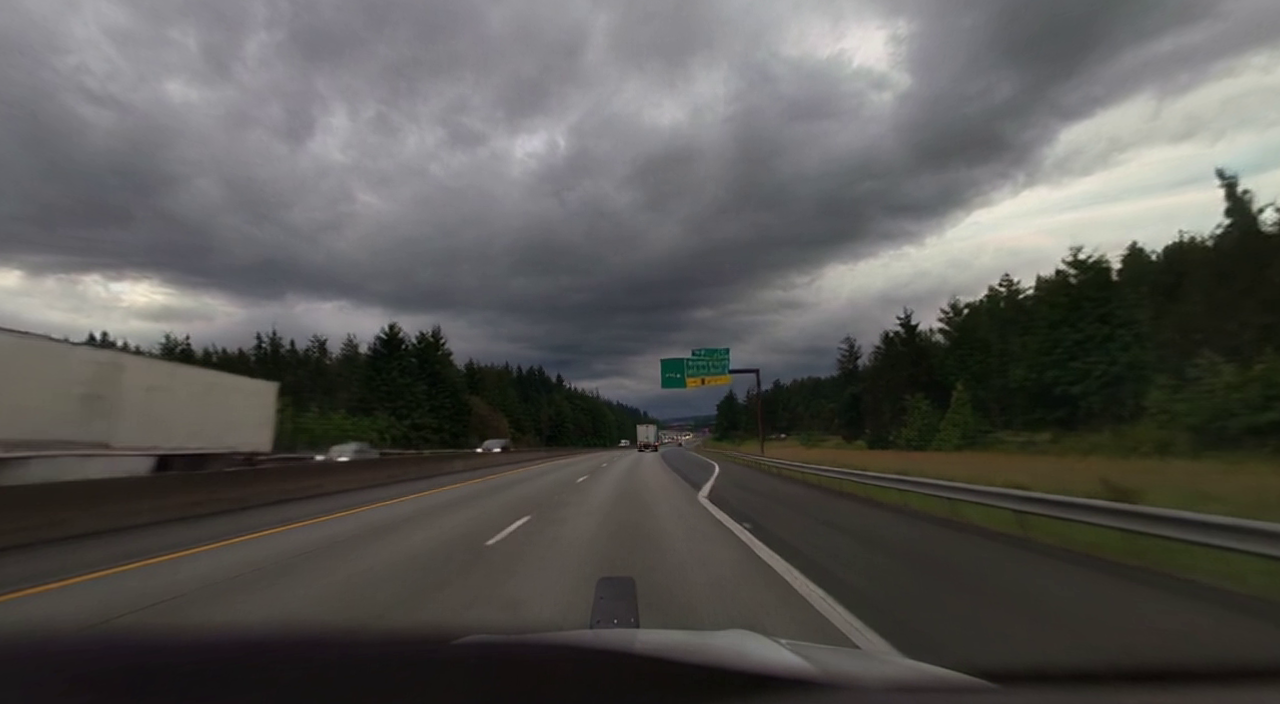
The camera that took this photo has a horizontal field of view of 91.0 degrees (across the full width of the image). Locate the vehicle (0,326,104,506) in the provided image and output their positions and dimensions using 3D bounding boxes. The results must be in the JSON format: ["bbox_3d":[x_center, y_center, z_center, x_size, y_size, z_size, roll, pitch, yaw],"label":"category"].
[{"bbox_3d":[-15.318,1.029,11.089,2.921,3.864,9.988,0,-8,0],"label":"vehicle"}]

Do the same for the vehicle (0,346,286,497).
[{"bbox_3d":[-15.380,2.365,20.574,2.832,3.910,8.114,-1,-8,0],"label":"vehicle"}]
